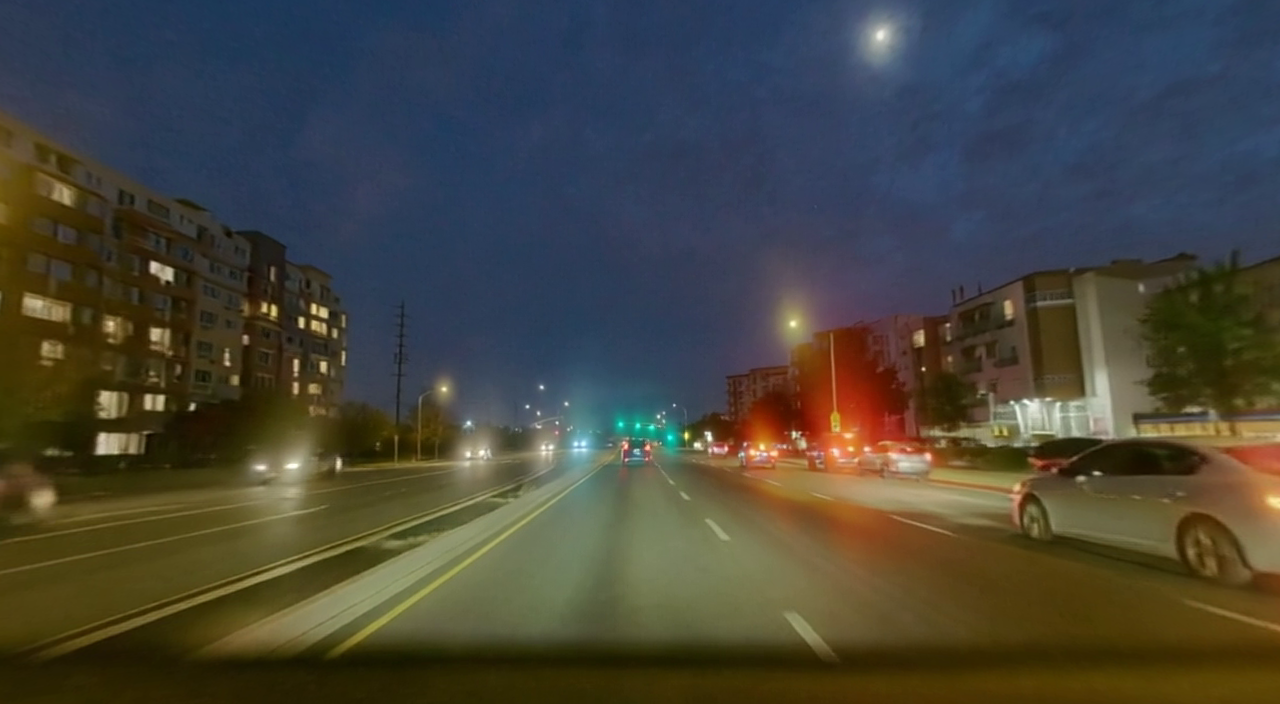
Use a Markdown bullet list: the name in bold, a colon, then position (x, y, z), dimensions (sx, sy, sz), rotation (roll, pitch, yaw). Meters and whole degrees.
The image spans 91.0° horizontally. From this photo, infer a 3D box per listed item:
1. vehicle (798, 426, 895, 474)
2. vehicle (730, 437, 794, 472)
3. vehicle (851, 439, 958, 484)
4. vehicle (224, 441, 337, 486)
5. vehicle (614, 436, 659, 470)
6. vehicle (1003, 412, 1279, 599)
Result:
- **vehicle**: position (10.110, 4.907, 31.666), dimensions (2.441, 2.150, 6.729), rotation (1, -8, -2)
- **vehicle**: position (5.763, 4.885, 30.273), dimensions (2.154, 1.554, 4.149), rotation (0, -8, -2)
- **vehicle**: position (9.968, 4.145, 24.156), dimensions (2.089, 1.508, 4.323), rotation (-1, -8, -2)
- **vehicle**: position (-15.435, 4.787, 27.404), dimensions (2.216, 1.797, 4.487), rotation (0, -8, 0)
- **vehicle**: position (-0.168, 5.034, 31.459), dimensions (2.106, 1.553, 3.964), rotation (0, -8, 0)
- **vehicle**: position (6.495, 1.544, 6.968), dimensions (2.121, 1.557, 4.898), rotation (0, -8, 1)
